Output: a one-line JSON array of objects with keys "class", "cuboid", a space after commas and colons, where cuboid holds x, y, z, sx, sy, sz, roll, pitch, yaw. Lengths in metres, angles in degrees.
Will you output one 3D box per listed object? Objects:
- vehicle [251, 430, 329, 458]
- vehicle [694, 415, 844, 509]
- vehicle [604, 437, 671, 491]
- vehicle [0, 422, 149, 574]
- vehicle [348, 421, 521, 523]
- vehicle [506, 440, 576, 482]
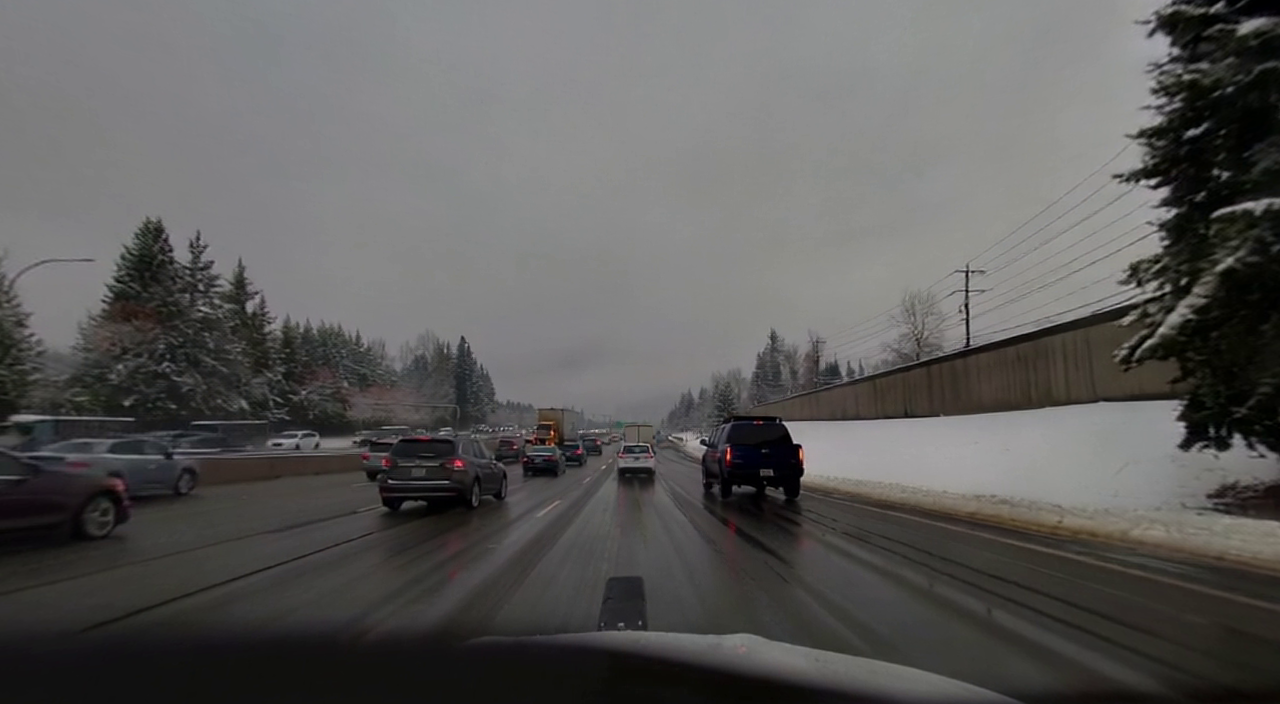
[{"class": "vehicle", "cuboid": [-20.738, 5.489, 37.578, 2.070, 1.583, 4.541, 0, -8, 0]}, {"class": "vehicle", "cuboid": [3.225, 2.953, 17.462, 2.793, 2.132, 5.682, 0, -8, -1]}, {"class": "vehicle", "cuboid": [-0.053, 3.822, 21.848, 2.092, 1.671, 3.889, 0, -8, 1]}, {"class": "vehicle", "cuboid": [-7.533, 1.421, 5.933, 1.985, 1.529, 4.710, 0, -8, 1]}, {"class": "vehicle", "cuboid": [-3.931, 2.379, 13.037, 2.026, 1.719, 4.490, 0, -8, 0]}, {"class": "vehicle", "cuboid": [-3.909, 4.410, 25.836, 2.049, 1.530, 4.707, 0, -8, 1]}]
